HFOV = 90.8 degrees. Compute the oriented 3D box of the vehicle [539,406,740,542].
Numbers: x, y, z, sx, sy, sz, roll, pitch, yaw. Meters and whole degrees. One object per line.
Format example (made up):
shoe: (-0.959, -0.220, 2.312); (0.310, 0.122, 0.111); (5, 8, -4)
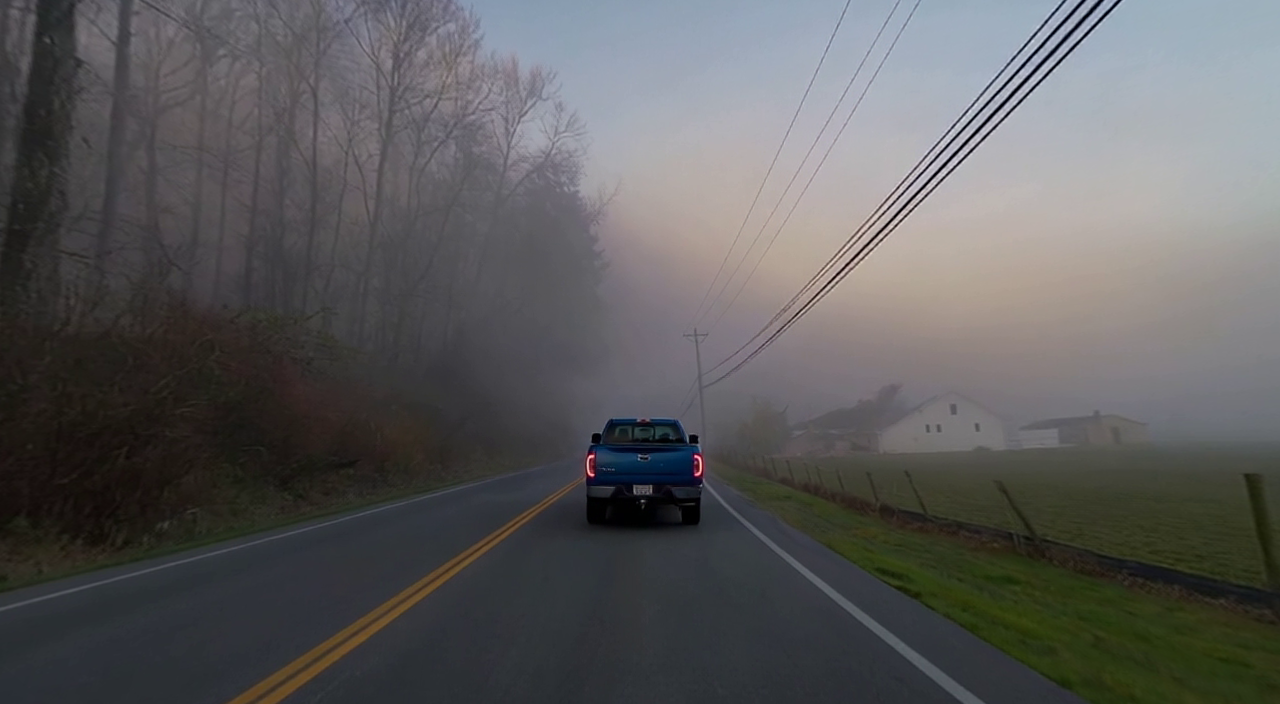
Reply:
vehicle: (-0.087, 2.121, 11.762); (2.774, 1.861, 5.885); (0, -8, -2)
